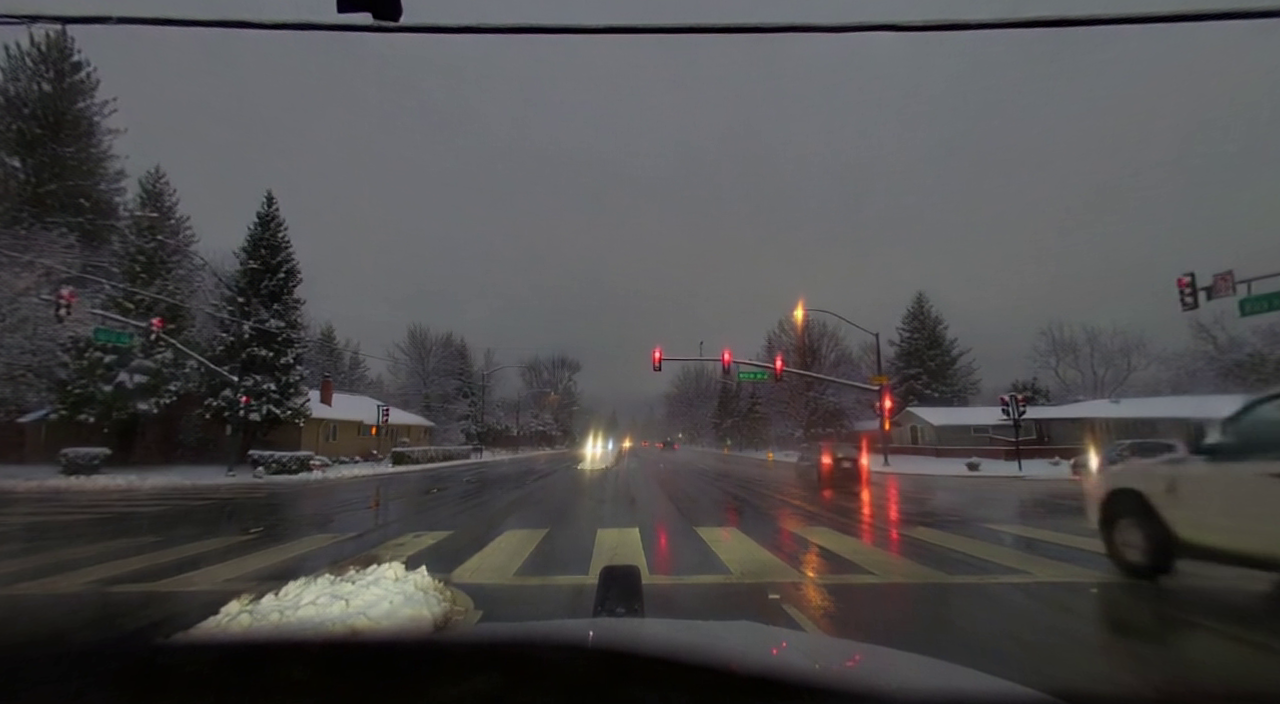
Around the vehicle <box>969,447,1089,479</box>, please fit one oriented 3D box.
[{"bbox_3d":[19.744,5.627,32.224,4.874,1.544,1.779,0,-9,1],"label":"vehicle"}]

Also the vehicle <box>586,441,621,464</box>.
[{"bbox_3d":[-2.383,6.711,42.285,2.045,1.484,3.991,0,-9,0],"label":"vehicle"}]

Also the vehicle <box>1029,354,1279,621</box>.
[{"bbox_3d":[6.089,1.067,5.005,2.273,2.042,5.717,0,-9,-1],"label":"vehicle"}]
